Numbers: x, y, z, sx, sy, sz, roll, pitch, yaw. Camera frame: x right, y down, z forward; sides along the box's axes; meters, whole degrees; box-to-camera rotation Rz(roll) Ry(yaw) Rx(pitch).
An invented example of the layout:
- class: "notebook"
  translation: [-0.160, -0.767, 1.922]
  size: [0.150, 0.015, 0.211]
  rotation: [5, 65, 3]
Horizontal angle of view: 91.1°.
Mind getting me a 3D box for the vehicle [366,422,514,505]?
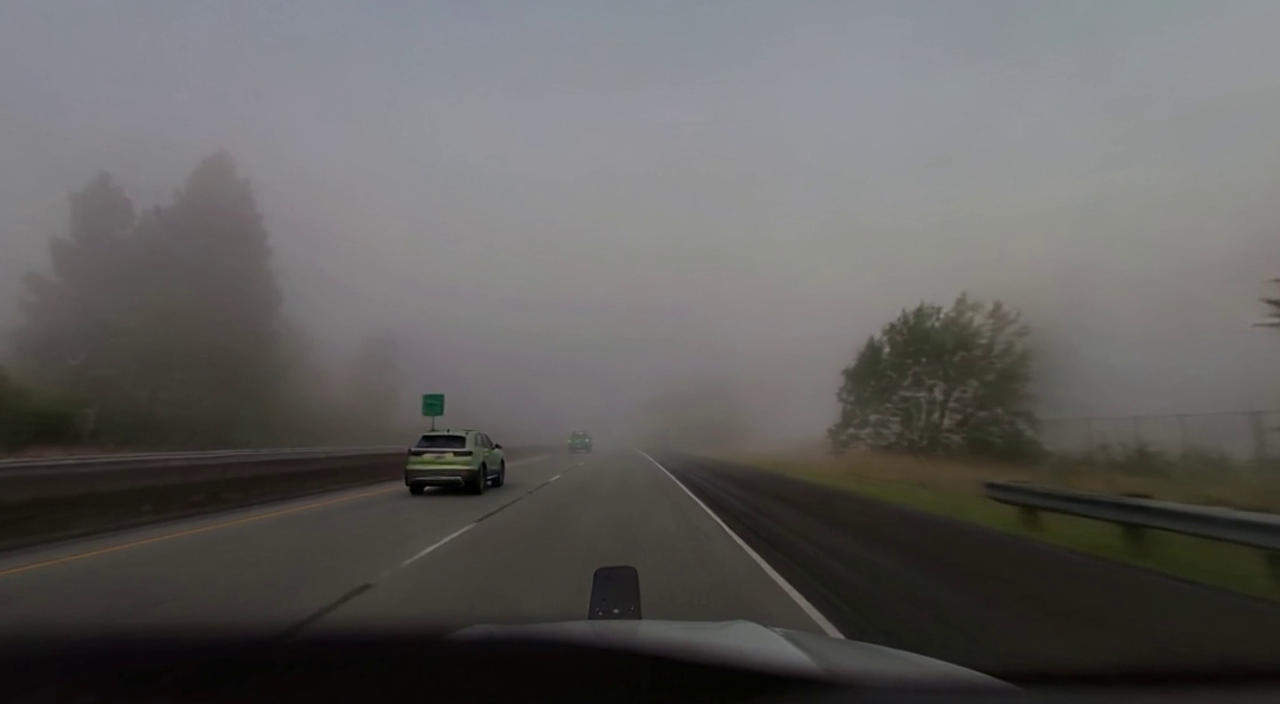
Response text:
- class: "vehicle"
  translation: [-4.446, 2.536, 14.867]
  size: [2.070, 1.647, 4.577]
  rotation: [0, -8, -1]
